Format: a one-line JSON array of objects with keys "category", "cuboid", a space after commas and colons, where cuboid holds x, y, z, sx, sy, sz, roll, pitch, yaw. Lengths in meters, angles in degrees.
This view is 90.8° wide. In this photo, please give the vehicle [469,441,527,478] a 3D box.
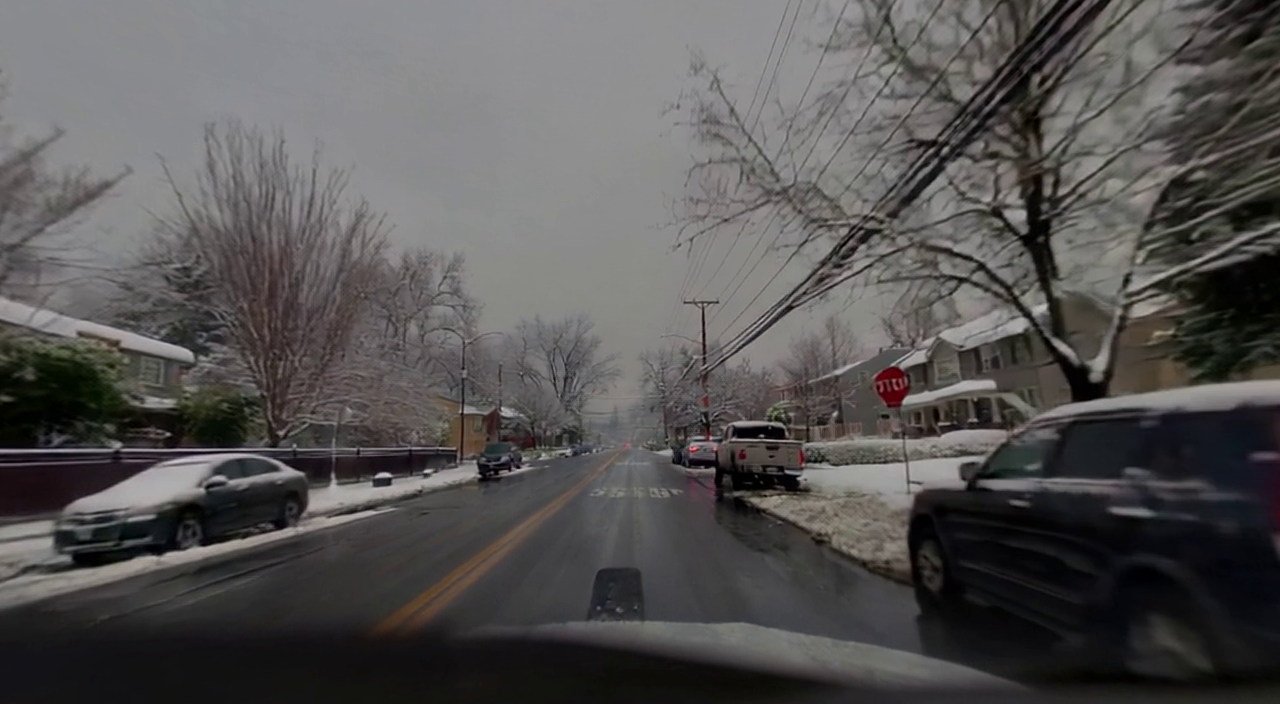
[{"category": "vehicle", "cuboid": [-7.405, 5.707, 33.309, 1.980, 1.664, 4.342, -5, -11, -1]}]

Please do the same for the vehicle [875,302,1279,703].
[{"category": "vehicle", "cuboid": [3.202, 0.923, 3.532, 2.069, 1.750, 4.294, 0, -9, 0]}]

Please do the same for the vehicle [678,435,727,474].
[{"category": "vehicle", "cuboid": [3.059, 5.134, 31.768, 1.993, 1.778, 4.311, 0, -9, 0]}]

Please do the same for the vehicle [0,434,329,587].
[{"category": "vehicle", "cuboid": [-6.749, 2.181, 9.171, 2.086, 1.516, 4.568, -6, -11, 1]}]

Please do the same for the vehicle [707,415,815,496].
[{"category": "vehicle", "cuboid": [3.423, 3.079, 19.138, 2.111, 2.054, 5.748, 0, -9, 0]}]
